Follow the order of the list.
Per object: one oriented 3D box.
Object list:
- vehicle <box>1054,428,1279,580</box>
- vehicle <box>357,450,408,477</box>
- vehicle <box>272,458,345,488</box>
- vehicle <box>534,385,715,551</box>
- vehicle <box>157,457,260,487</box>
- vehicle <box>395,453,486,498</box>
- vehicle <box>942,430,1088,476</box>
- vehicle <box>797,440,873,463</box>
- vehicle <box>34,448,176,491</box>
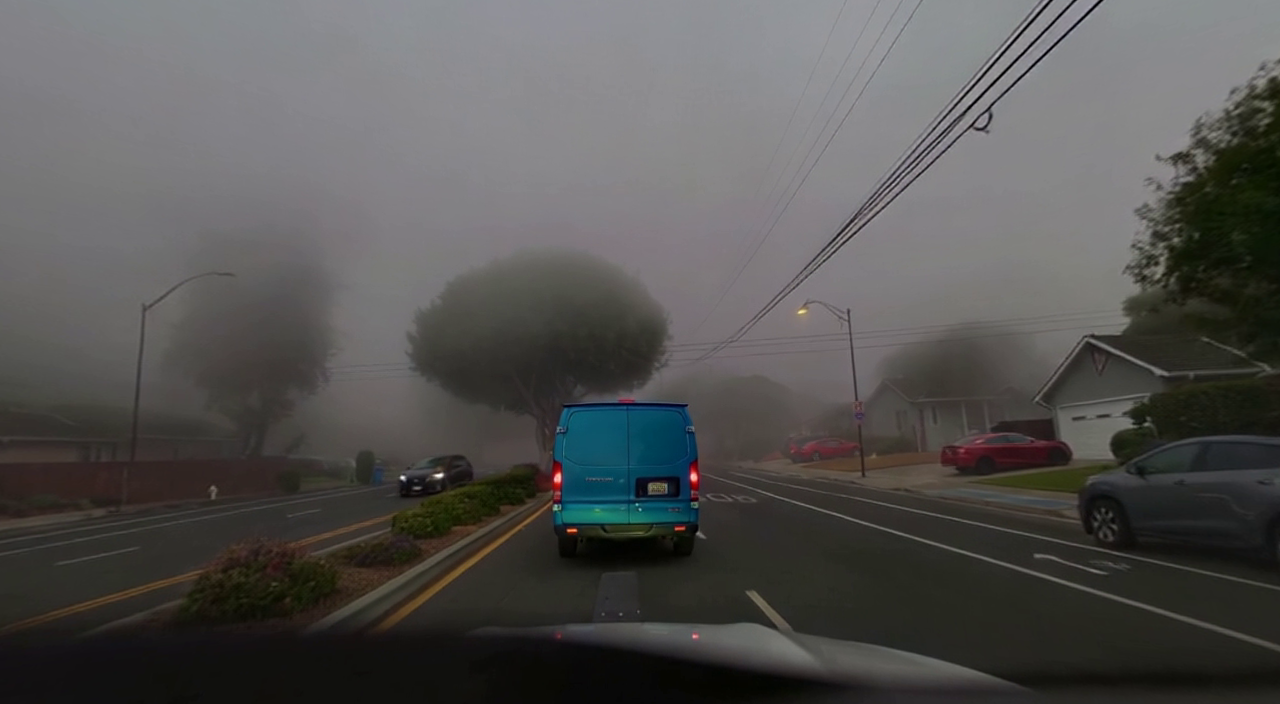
[{"bbox_3d":[7.337,1.693,7.465,1.883,1.504,4.220,0,-9,-2],"label":"vehicle"},{"bbox_3d":[-18.013,7.792,44.458,1.841,1.769,4.105,0,-9,0],"label":"vehicle"},{"bbox_3d":[-18.458,6.737,35.382,1.816,1.445,4.120,0,-9,0],"label":"vehicle"},{"bbox_3d":[-0.341,1.861,10.709,2.342,2.142,4.809,0,-9,-4],"label":"vehicle"},{"bbox_3d":[-27.429,7.621,40.316,4.972,1.776,2.057,0,-9,-1],"label":"vehicle"},{"bbox_3d":[-7.425,4.628,24.017,1.962,1.481,4.434,0,-9,1],"label":"vehicle"},{"bbox_3d":[13.128,3.563,22.294,3.916,1.517,1.887,0,-9,-1],"label":"vehicle"},{"bbox_3d":[13.095,6.676,42.548,4.483,1.463,1.805,0,-9,-1],"label":"vehicle"},{"bbox_3d":[-26.917,5.903,31.932,5.026,2.017,2.215,0,-9,-1],"label":"vehicle"}]
